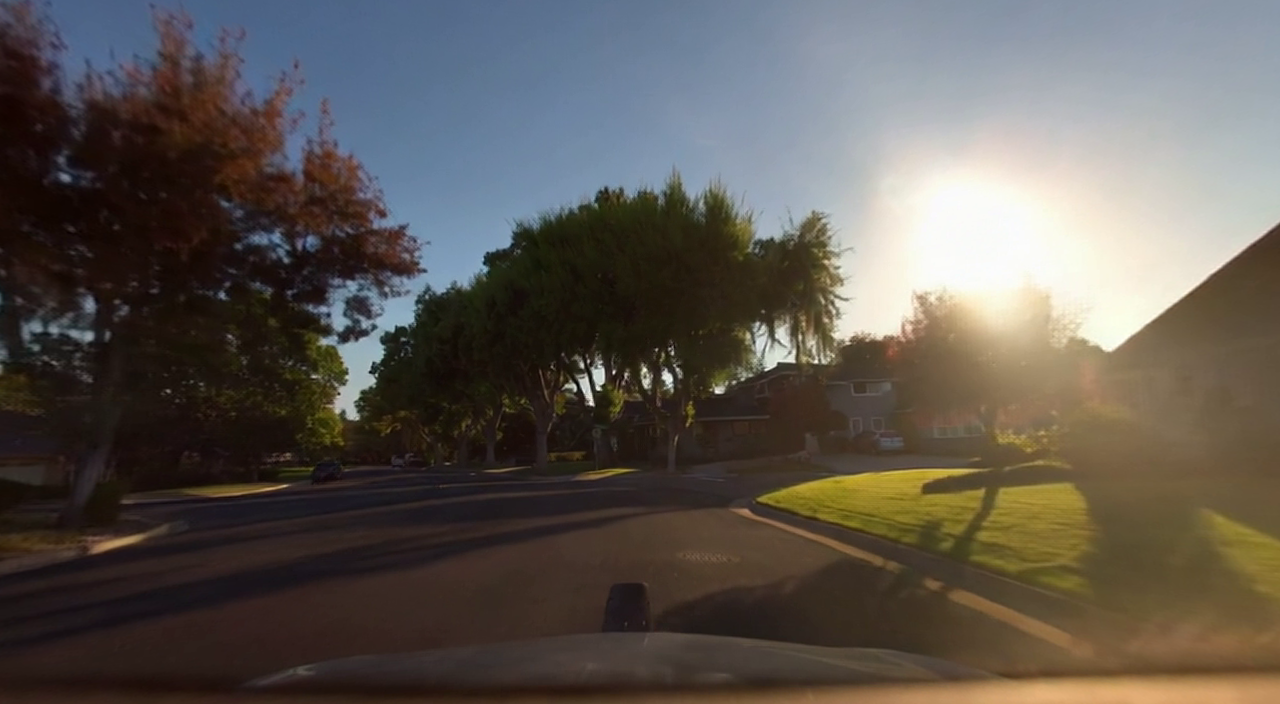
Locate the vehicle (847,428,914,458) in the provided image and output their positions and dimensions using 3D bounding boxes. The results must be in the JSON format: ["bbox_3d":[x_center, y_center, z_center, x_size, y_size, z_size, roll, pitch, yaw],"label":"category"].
[{"bbox_3d":[15.360,5.879,40.644,1.992,1.813,5.079,0,-9,-4],"label":"vehicle"}]
